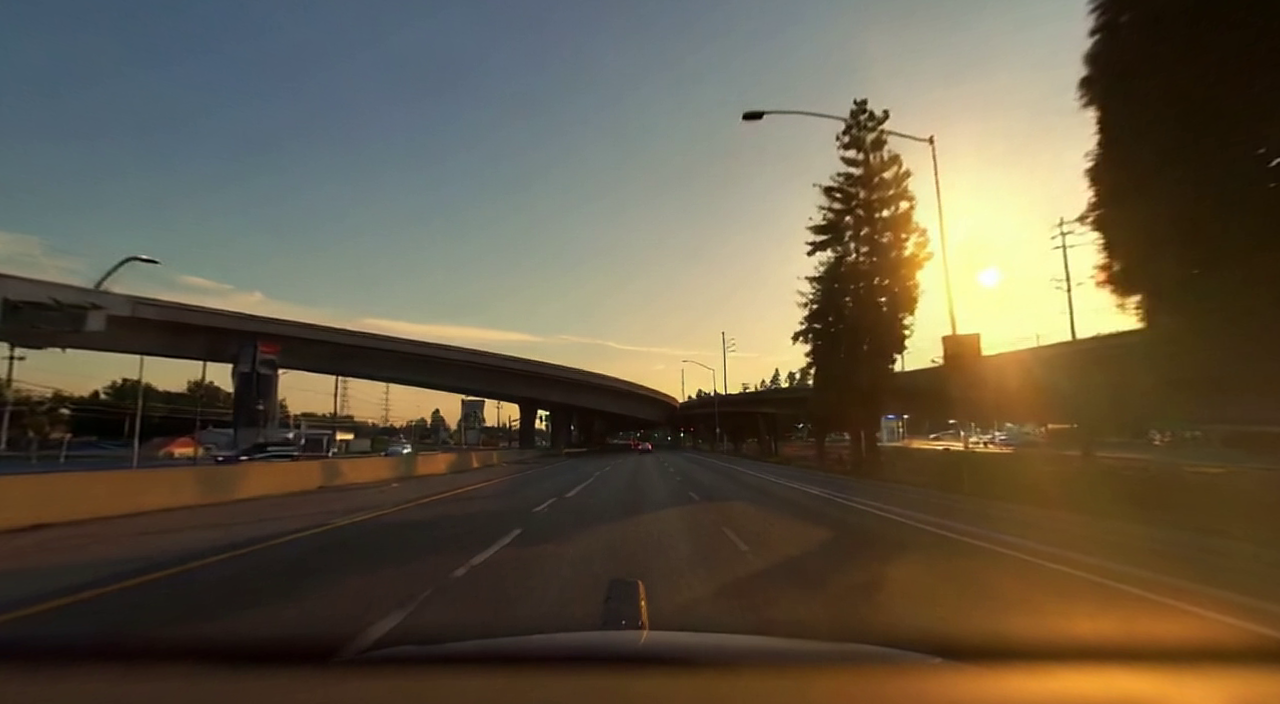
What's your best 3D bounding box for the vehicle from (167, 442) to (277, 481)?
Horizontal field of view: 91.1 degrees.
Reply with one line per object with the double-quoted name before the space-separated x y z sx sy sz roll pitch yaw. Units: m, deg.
"vehicle" -19.687 5.142 29.883 2.002 1.642 4.619 0 -8 0
